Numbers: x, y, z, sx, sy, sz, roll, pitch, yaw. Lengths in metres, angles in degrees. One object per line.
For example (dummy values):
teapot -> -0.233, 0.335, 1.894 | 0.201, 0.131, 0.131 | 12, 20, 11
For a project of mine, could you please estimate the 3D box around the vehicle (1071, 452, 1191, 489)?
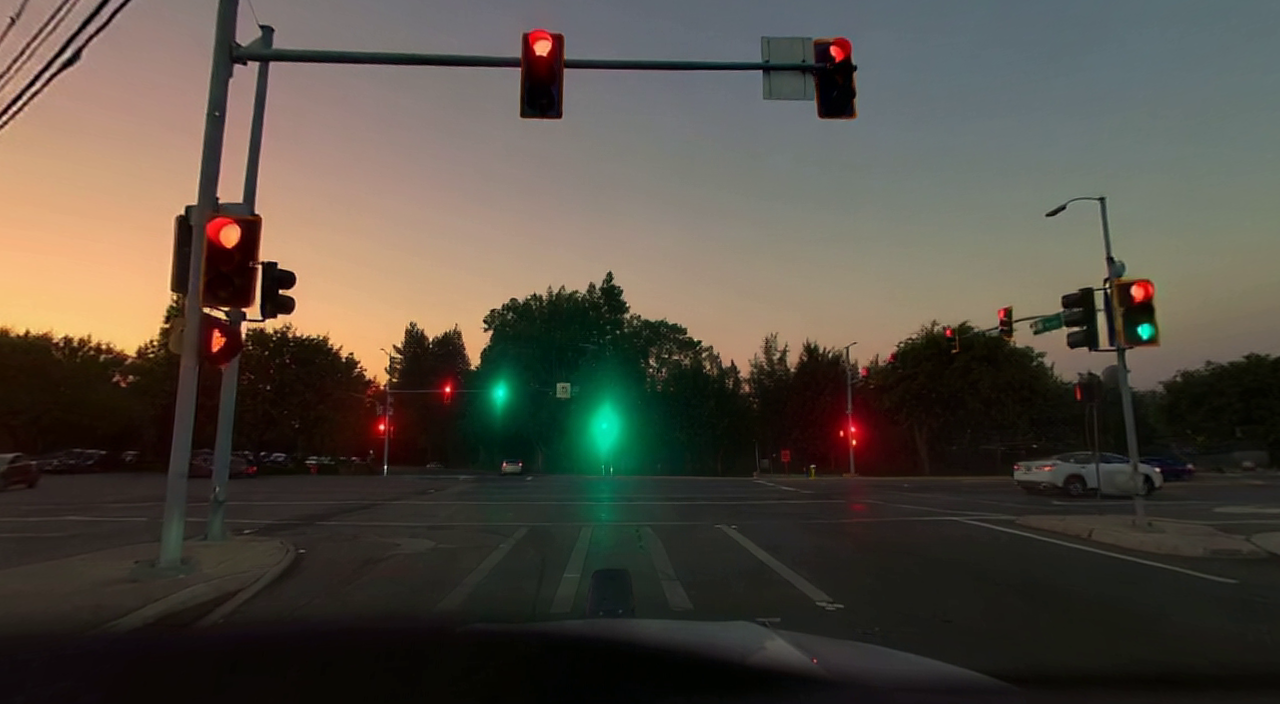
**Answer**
vehicle -> 22.679, 5.458, 29.163 | 3.998, 1.590, 1.936 | 1, -10, -6

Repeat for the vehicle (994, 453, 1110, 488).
vehicle -> 21.169, 6.131, 32.476 | 4.455, 1.647, 2.124 | 1, -12, -6

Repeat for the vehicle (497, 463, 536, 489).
vehicle -> -9.050, 9.104, 46.399 | 2.045, 1.608, 3.709 | 0, -8, 1
